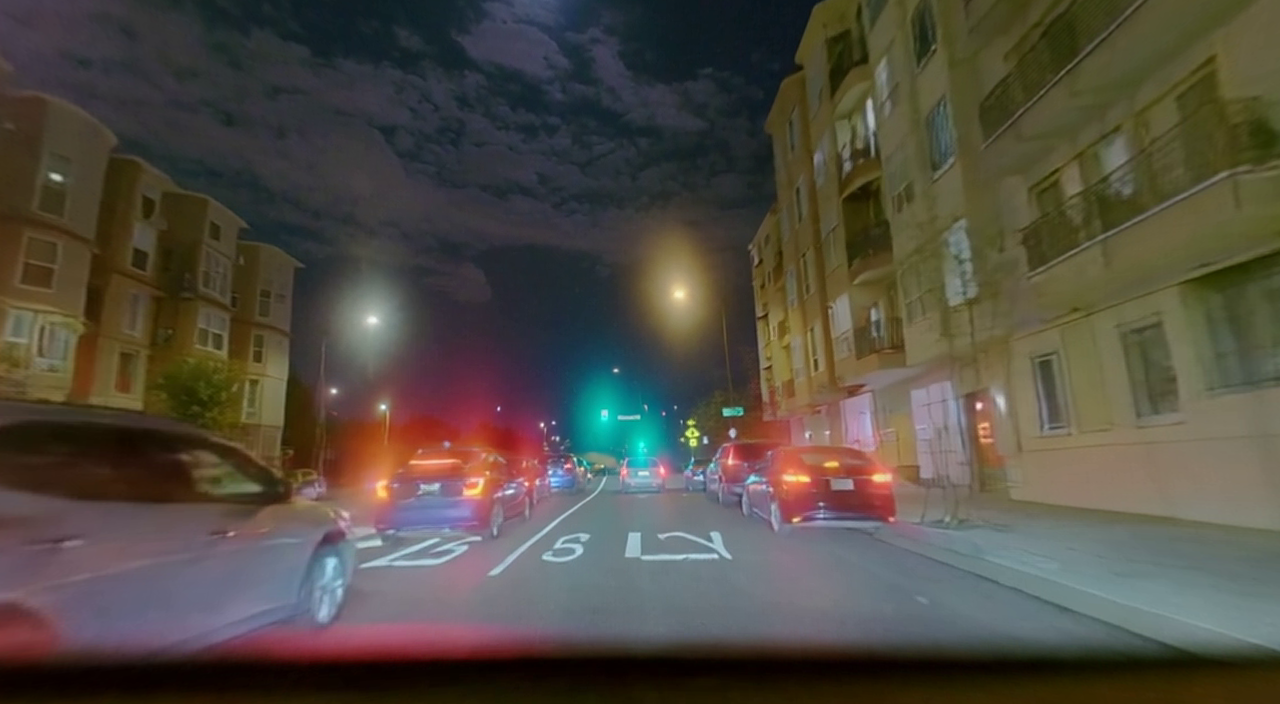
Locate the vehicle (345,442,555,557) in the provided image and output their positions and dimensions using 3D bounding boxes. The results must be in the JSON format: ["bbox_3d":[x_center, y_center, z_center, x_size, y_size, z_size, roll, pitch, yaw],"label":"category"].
[{"bbox_3d":[-2.798,2.271,10.576,2.109,1.477,4.509,0,-8,0],"label":"vehicle"}]

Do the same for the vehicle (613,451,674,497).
[{"bbox_3d":[0.075,4.417,23.171,2.026,1.496,3.701,0,-8,-1],"label":"vehicle"}]

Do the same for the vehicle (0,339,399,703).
[{"bbox_3d":[-3.031,0.972,2.988,2.065,1.705,4.353,0,-8,0],"label":"vehicle"}]

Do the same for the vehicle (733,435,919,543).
[{"bbox_3d":[2.934,2.249,11.092,1.933,1.501,4.349,0,-8,0],"label":"vehicle"}]
